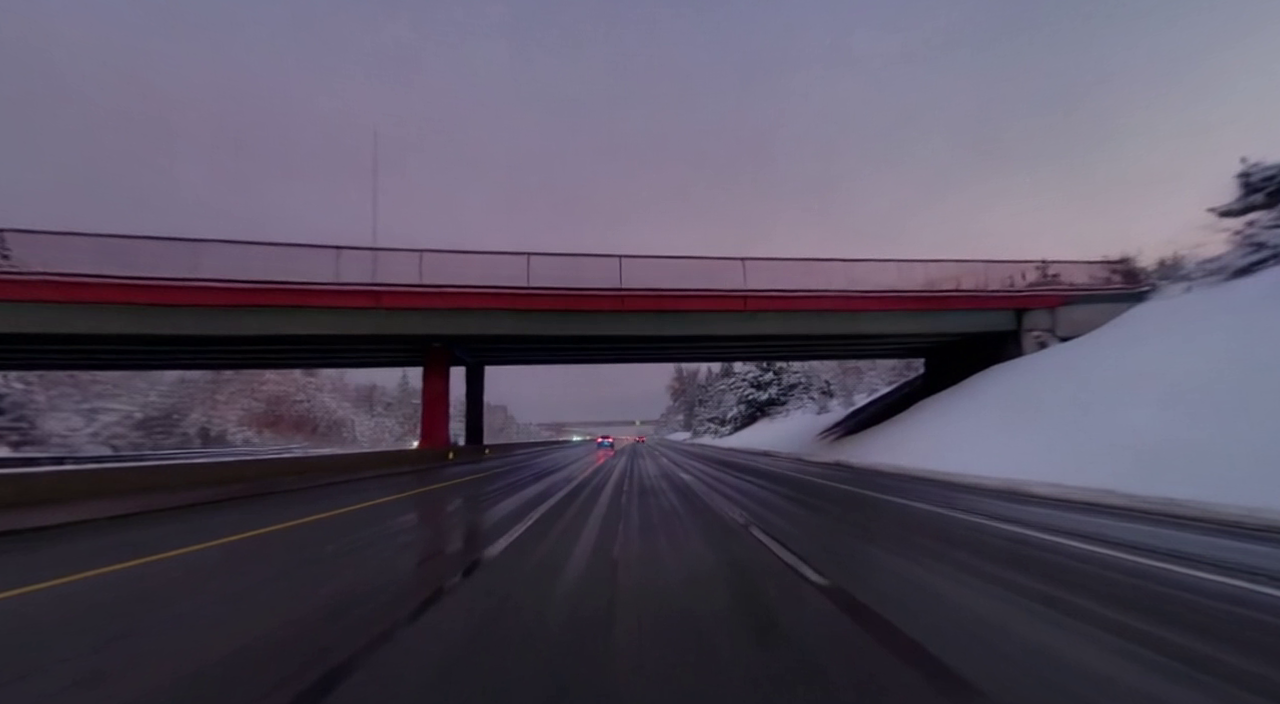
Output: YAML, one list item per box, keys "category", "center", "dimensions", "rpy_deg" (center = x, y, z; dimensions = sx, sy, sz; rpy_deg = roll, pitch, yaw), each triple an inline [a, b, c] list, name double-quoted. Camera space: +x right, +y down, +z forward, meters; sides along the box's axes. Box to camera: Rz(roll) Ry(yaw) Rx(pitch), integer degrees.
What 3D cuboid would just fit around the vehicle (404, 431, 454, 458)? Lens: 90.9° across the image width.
- category: "vehicle"
  center: [-15.964, 7.005, 47.996]
  dimensions: [2.067, 1.946, 4.734]
  rpy_deg: [0, -8, 0]
